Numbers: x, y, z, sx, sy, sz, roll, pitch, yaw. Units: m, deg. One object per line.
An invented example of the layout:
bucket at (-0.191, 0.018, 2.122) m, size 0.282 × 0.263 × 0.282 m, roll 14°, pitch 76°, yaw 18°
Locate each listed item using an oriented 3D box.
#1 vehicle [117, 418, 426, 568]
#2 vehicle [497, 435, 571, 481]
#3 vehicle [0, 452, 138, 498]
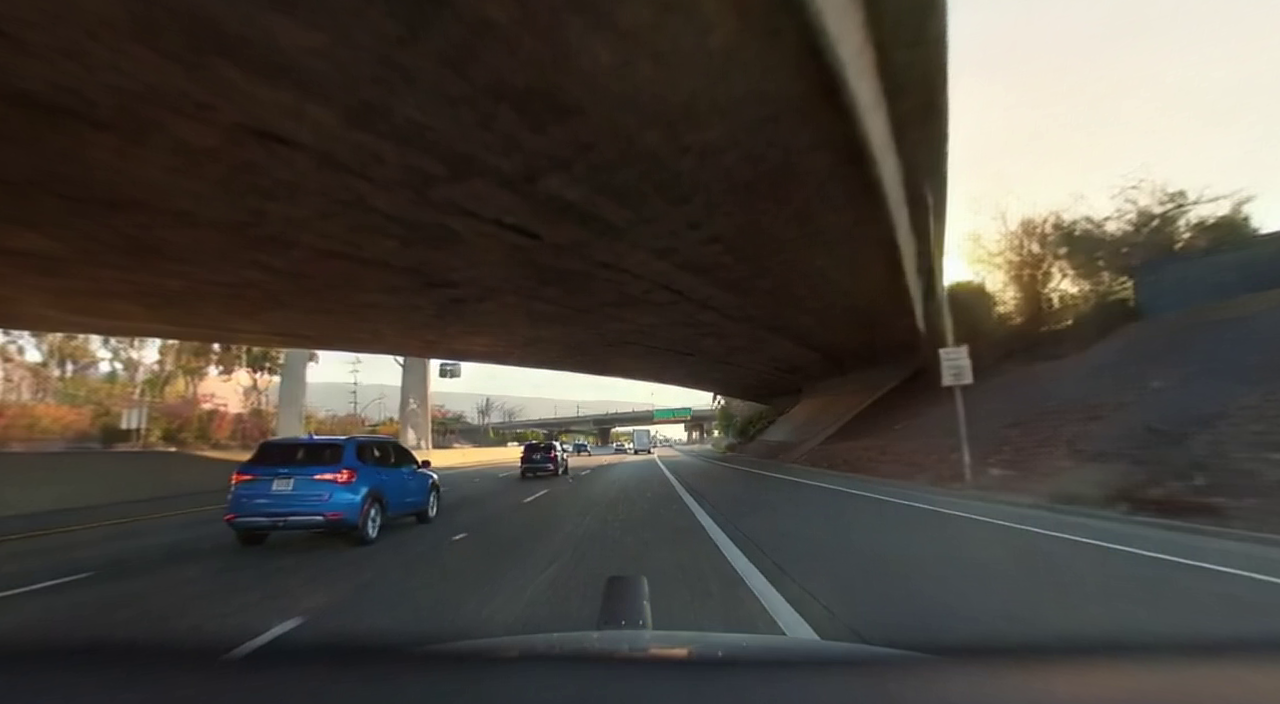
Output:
vehicle at (-4.747, 1.843, 8.953) m, size 1.969 × 1.633 × 3.962 m, roll 0°, pitch -8°, yaw 0°
vehicle at (-4.164, 4.239, 25.364) m, size 2.154 × 1.693 × 4.394 m, roll 0°, pitch -8°, yaw 1°
vehicle at (-20.470, 4.280, 22.231) m, size 1.848 × 1.427 × 4.202 m, roll 0°, pitch -8°, yaw 1°
